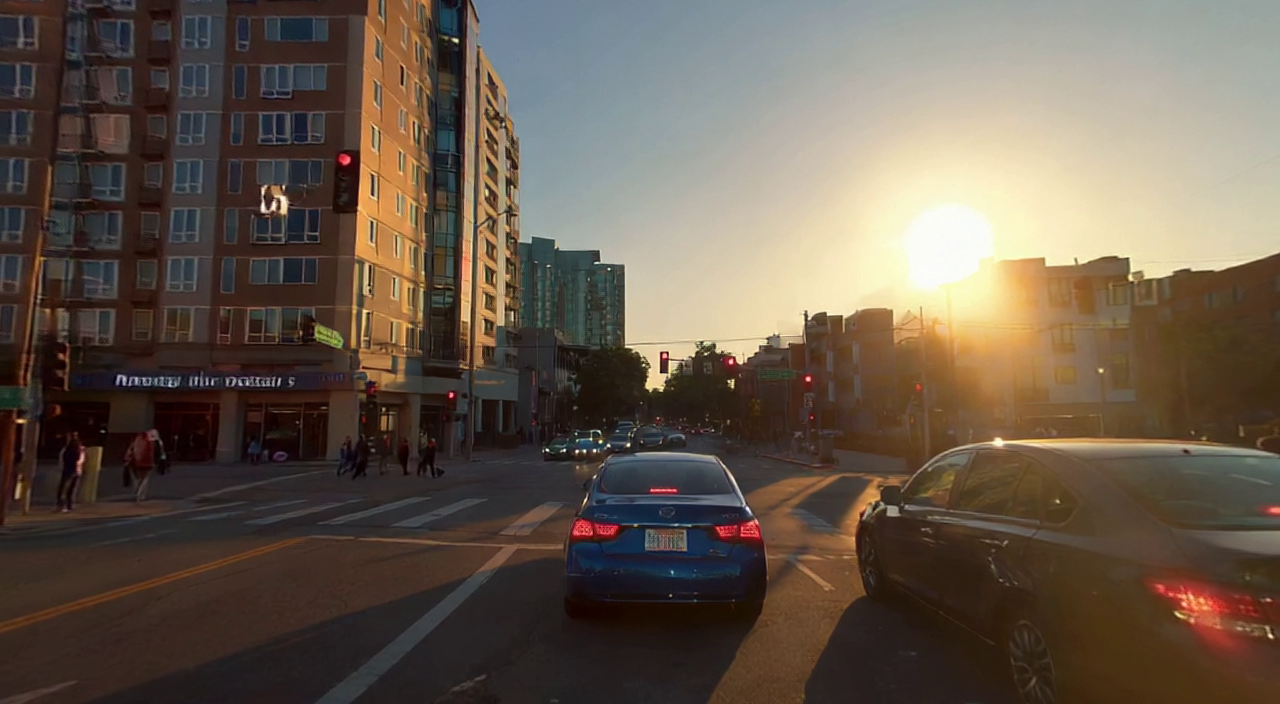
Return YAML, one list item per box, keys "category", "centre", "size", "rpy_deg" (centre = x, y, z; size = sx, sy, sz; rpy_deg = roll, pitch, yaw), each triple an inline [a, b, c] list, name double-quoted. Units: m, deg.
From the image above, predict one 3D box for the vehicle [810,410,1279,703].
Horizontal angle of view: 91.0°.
- category: "vehicle"
  centre: [2.814, 1.292, 4.567]
  size: [1.961, 1.498, 4.356]
  rpy_deg: [0, -8, 0]

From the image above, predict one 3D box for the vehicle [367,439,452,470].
- category: "vehicle"
  centre: [-12.867, 5.716, 35.271]
  size: [2.030, 1.596, 3.912]
  rpy_deg: [-7, -11, 40]

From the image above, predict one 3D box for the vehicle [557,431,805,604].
- category: "vehicle"
  centre: [0.286, 1.729, 7.522]
  size: [2.132, 1.464, 4.089]
  rpy_deg: [0, -8, -2]
